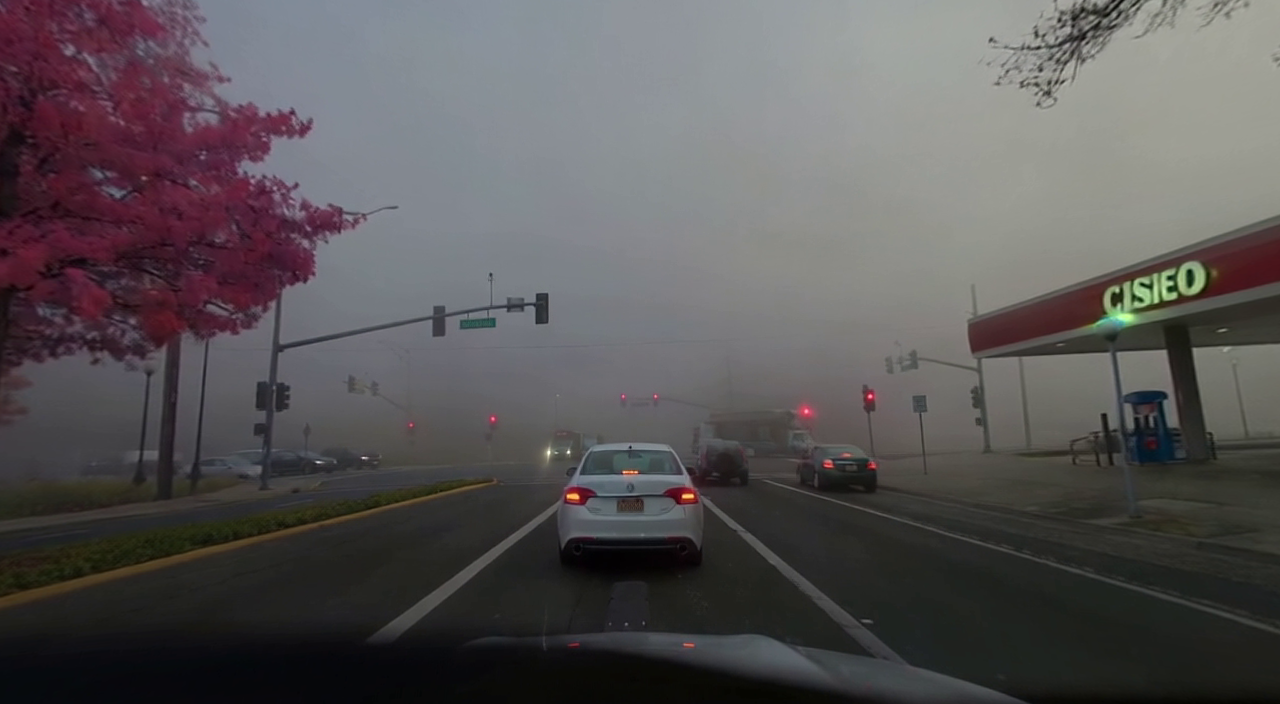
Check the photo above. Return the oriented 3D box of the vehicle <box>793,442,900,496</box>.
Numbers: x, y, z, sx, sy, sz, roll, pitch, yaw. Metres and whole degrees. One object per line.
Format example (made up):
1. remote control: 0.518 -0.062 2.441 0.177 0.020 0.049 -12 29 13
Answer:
1. vehicle: 6.413 3.641 20.162 1.942 1.511 4.390 0 -8 0

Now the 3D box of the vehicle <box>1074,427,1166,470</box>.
1. vehicle: 18.549 3.684 24.270 4.300 1.495 2.053 8 -12 -43

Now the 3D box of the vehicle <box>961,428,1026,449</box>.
1. vehicle: 27.580 6.740 49.235 3.968 1.572 1.740 0 -8 3

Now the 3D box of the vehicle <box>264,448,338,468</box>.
1. vehicle: -26.747 8.366 49.754 4.806 1.472 1.886 -1 -8 5

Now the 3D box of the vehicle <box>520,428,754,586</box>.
1. vehicle: -0.055 1.773 8.082 2.213 1.482 4.057 0 -8 -1

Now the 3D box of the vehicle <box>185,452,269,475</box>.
1. vehicle: -27.957 7.542 42.722 4.609 1.465 1.944 -2 -8 11
